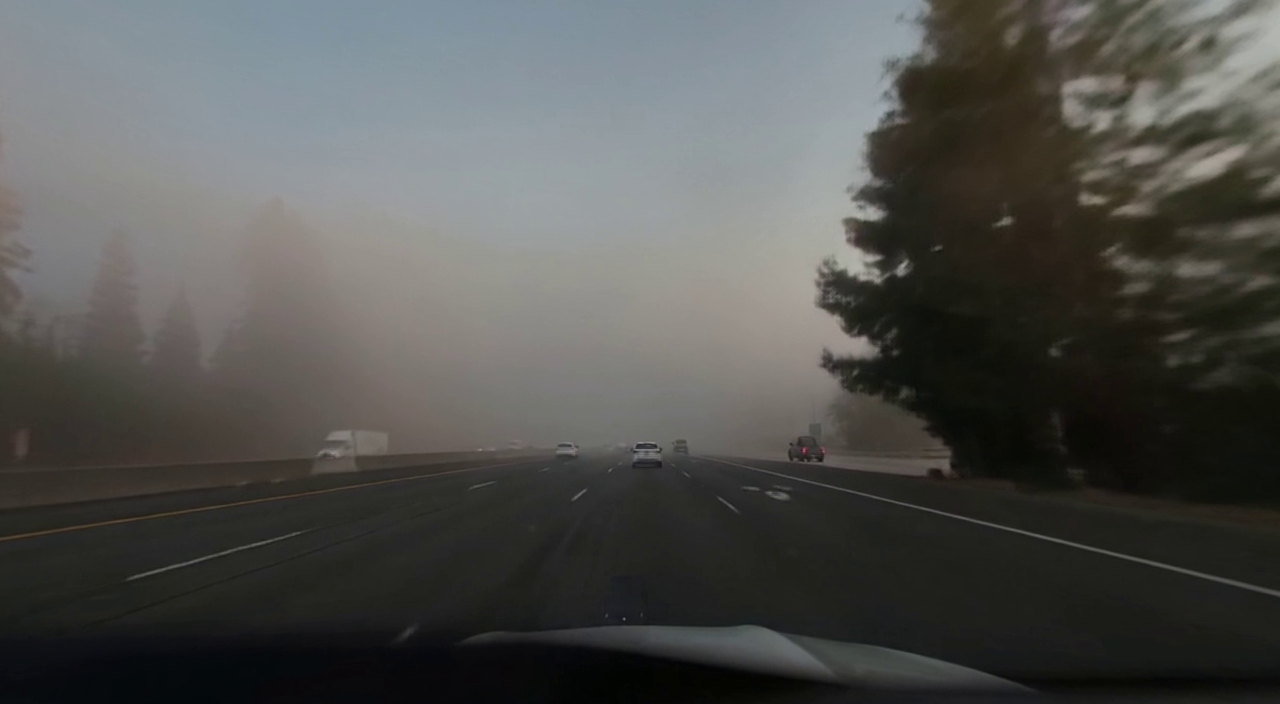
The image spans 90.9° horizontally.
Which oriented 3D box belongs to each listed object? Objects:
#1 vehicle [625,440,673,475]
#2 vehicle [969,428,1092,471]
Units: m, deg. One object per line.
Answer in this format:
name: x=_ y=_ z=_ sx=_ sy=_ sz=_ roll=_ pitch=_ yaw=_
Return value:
vehicle: x=0.378 y=4.926 z=29.662 sx=2.112 sy=1.482 sz=4.082 roll=0 pitch=-8 yaw=0
vehicle: x=19.568 y=4.932 z=32.024 sx=2.304 sy=1.951 sz=5.719 roll=0 pitch=-8 yaw=-4
